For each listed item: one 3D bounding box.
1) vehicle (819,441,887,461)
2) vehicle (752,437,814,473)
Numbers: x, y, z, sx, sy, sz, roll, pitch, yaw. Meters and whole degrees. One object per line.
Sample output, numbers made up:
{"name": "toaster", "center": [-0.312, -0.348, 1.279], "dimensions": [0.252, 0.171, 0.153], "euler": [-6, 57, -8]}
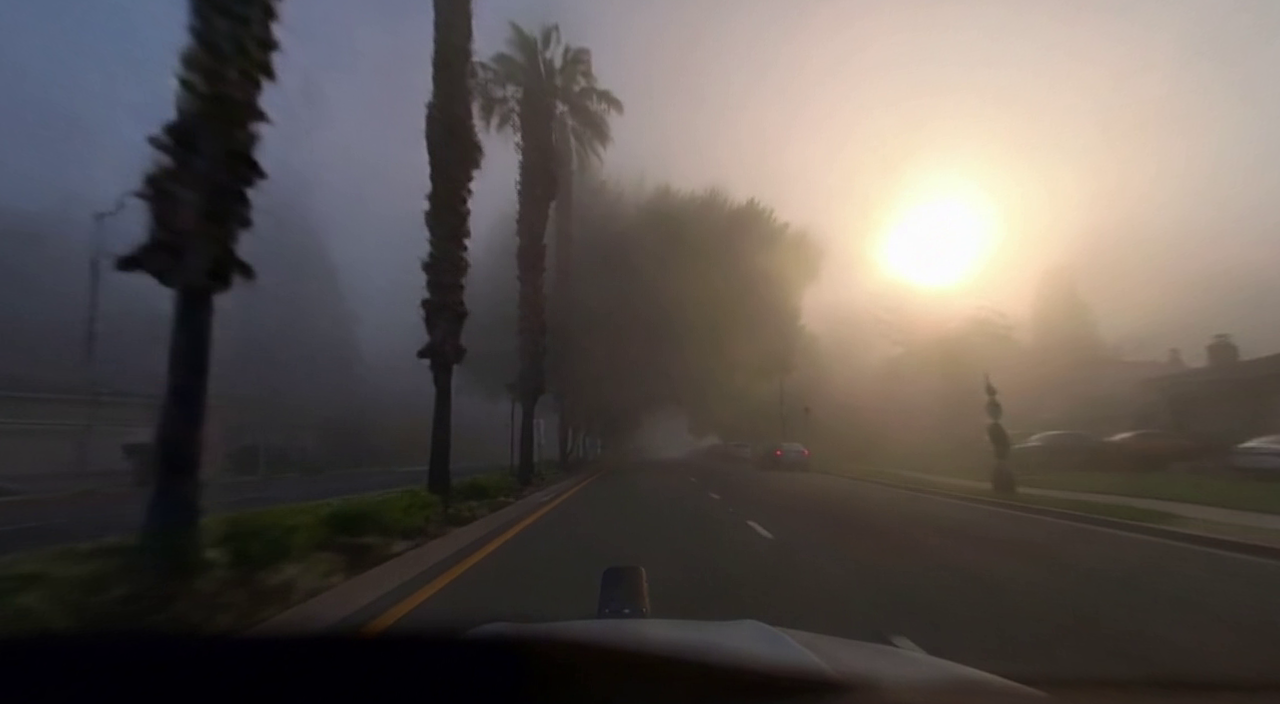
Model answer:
{"name": "vehicle", "center": [16.554, 7.706, 49.035], "dimensions": [4.595, 1.490, 1.860], "euler": [0, -8, 0]}
{"name": "vehicle", "center": [7.142, 5.182, 31.895], "dimensions": [2.126, 1.639, 4.539], "euler": [0, -8, 1]}
